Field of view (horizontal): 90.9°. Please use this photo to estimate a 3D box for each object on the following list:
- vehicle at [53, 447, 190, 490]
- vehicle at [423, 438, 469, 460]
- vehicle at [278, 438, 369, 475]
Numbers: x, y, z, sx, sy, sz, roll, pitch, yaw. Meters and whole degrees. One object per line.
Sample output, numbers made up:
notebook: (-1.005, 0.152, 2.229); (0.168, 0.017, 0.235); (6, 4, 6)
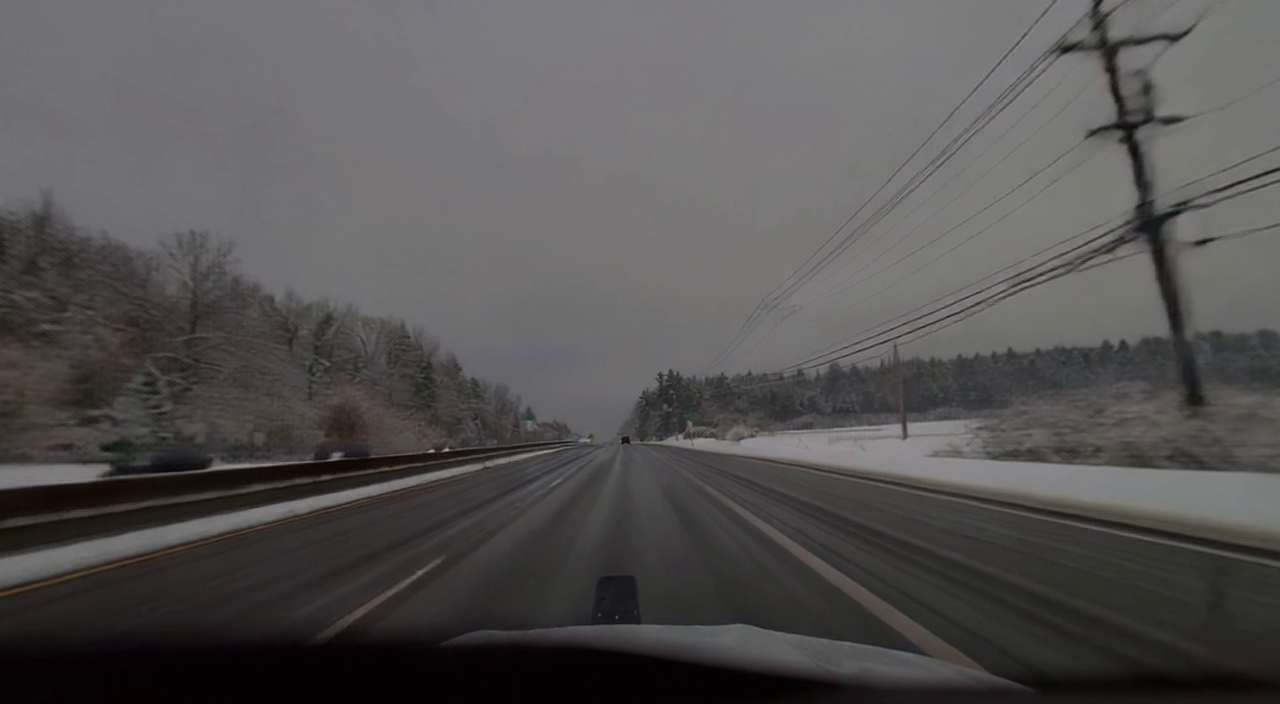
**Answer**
vehicle: (-21.344, 4.772, 26.237); (1.780, 1.500, 4.709); (-1, -8, -1)
vehicle: (-13.549, 6.782, 44.228); (1.791, 1.426, 4.502); (0, -8, 0)
vehicle: (-13.451, 4.427, 27.081); (1.811, 1.468, 4.112); (0, -8, 0)
